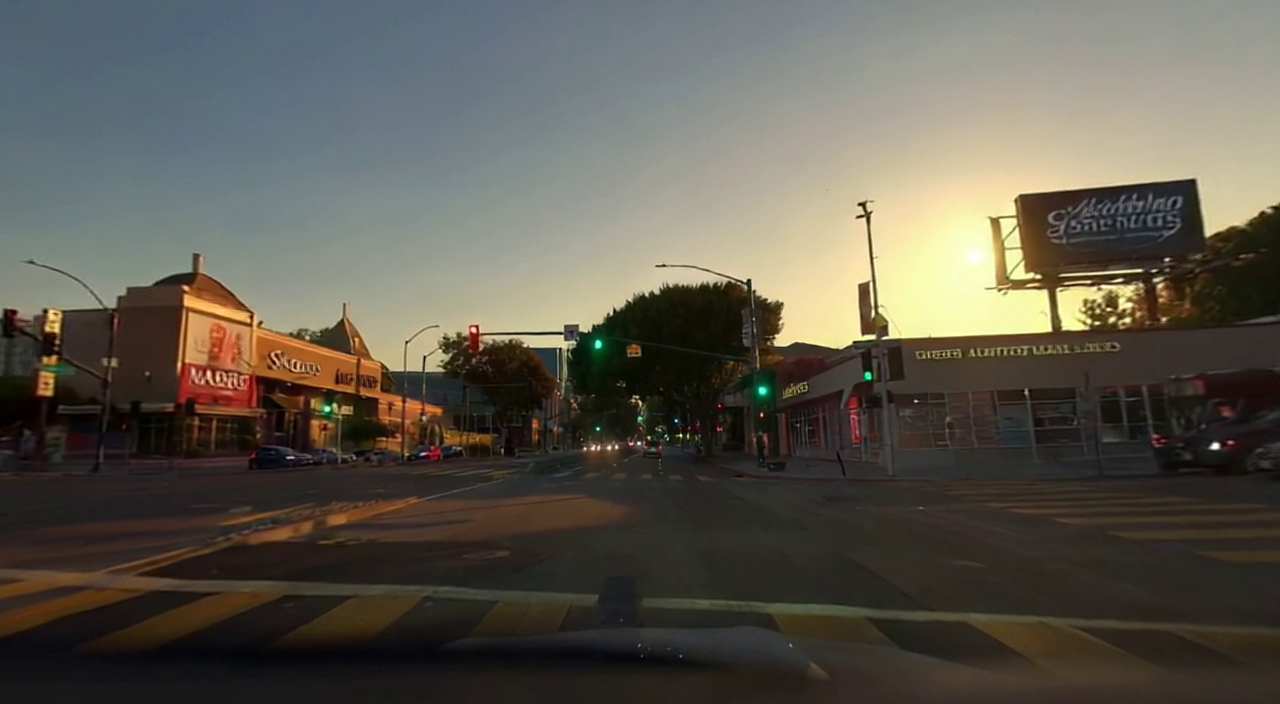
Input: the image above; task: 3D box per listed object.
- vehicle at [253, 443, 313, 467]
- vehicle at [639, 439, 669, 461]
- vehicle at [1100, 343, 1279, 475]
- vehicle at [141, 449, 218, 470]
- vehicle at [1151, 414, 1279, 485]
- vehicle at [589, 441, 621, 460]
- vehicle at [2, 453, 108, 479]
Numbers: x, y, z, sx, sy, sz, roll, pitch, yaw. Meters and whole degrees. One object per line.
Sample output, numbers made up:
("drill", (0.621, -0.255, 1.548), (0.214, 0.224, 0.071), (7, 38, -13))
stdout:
("vehicle", (-28.076, 8.083, 49.807), (1.643, 1.755, 3.666), (-5, -9, 34))
("vehicle", (1.072, 7.432, 48.026), (2.168, 1.545, 4.047), (0, -8, 1))
("vehicle", (20.497, 1.557, 17.032), (12.622, 3.392, 3.039), (-2, -9, 13))
("vehicle", (-35.979, 8.366, 49.467), (1.802, 1.549, 4.439), (-4, -9, 26))
("vehicle", (15.219, 2.276, 14.768), (4.517, 1.541, 2.051), (-2, -9, 11))
("vehicle", (-2.653, 7.595, 48.707), (1.962, 1.420, 4.021), (-1, -8, 4))
("vehicle", (-37.421, 7.266, 40.513), (1.826, 1.432, 4.530), (-5, -10, 30))
